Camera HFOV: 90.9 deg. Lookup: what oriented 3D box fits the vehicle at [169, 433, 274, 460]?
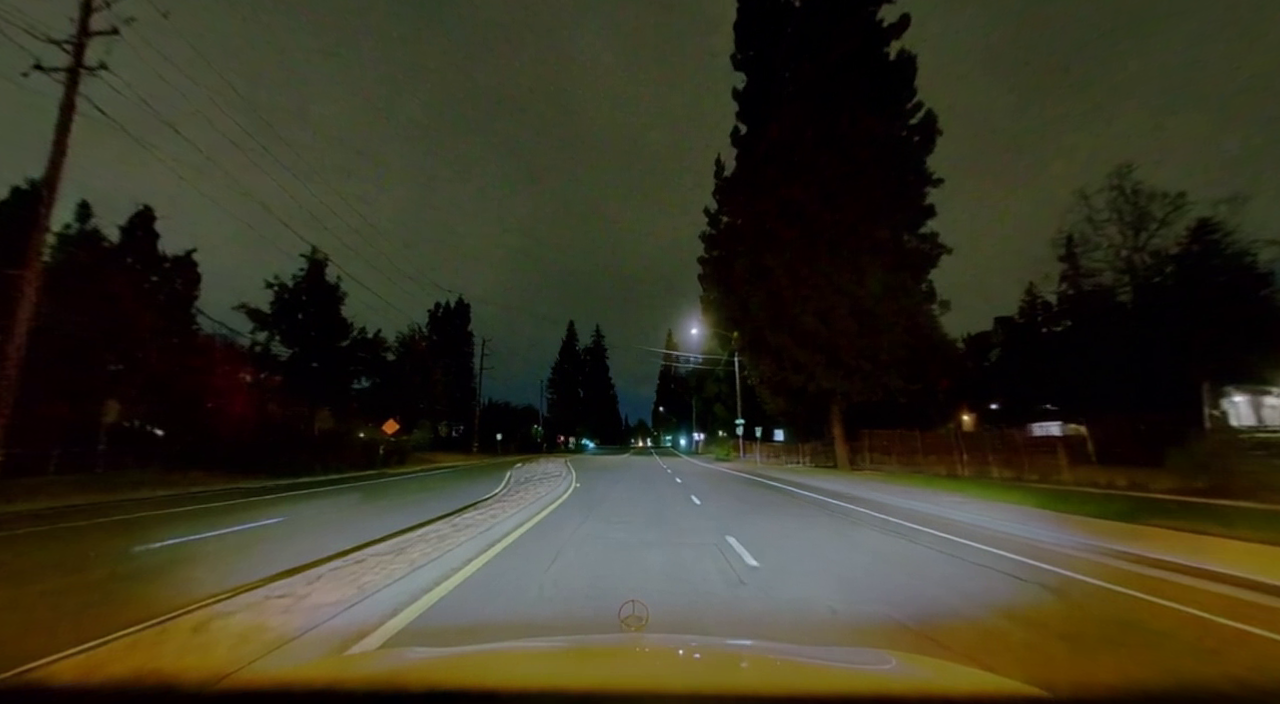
[{"bbox_3d":[-22.745,5.137,34.345,4.265,1.393,2.071,0,-8,3],"label":"vehicle"}]
